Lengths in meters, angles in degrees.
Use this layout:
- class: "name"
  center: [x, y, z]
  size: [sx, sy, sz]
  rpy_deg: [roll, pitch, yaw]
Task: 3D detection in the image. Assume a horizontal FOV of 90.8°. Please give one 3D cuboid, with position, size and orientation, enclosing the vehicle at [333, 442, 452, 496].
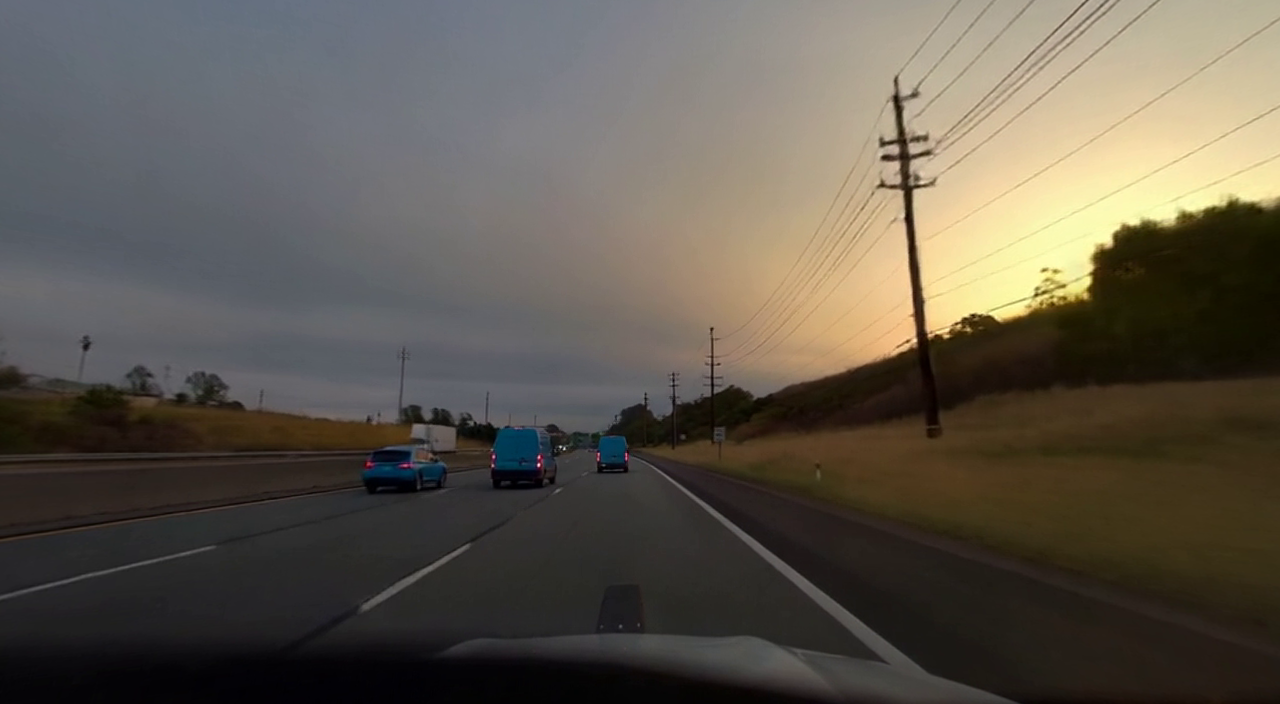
- class: "vehicle"
  center: [-7.904, 3.773, 20.728]
  size: [1.975, 1.540, 4.759]
  rpy_deg: [0, -9, 0]

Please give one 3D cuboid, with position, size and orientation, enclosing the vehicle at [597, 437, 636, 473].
- class: "vehicle"
  center: [-1.385, 6.159, 37.956]
  size: [2.197, 2.011, 5.130]
  rpy_deg: [0, -9, -1]

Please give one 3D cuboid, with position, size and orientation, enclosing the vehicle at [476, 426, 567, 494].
- class: "vehicle"
  center: [-3.824, 3.600, 21.339]
  size: [2.145, 2.010, 4.980]
  rpy_deg: [0, -9, 0]
